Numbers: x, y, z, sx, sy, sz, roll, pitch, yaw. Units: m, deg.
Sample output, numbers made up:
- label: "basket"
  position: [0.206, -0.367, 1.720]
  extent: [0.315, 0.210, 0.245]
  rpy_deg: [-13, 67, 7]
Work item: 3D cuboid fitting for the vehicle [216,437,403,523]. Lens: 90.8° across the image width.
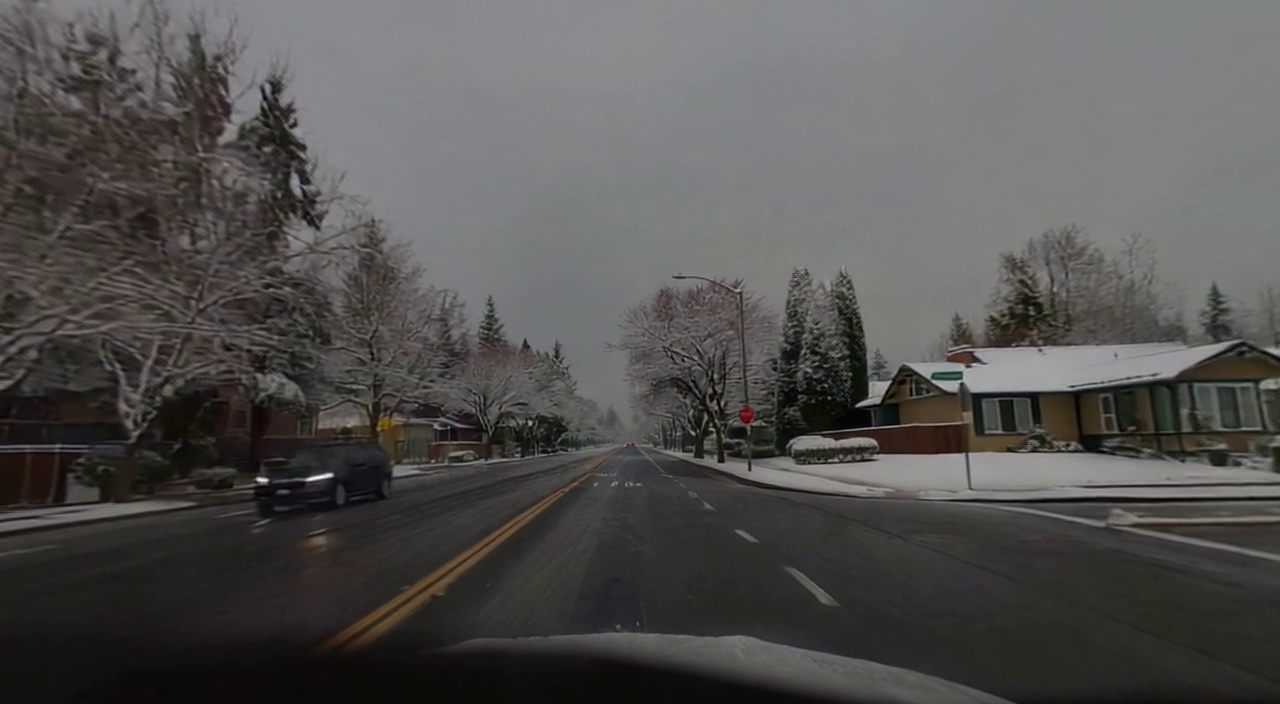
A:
- label: "vehicle"
  position: [-7.259, 2.814, 14.511]
  extent: [1.994, 1.646, 4.276]
  rpy_deg: [0, -9, 0]
